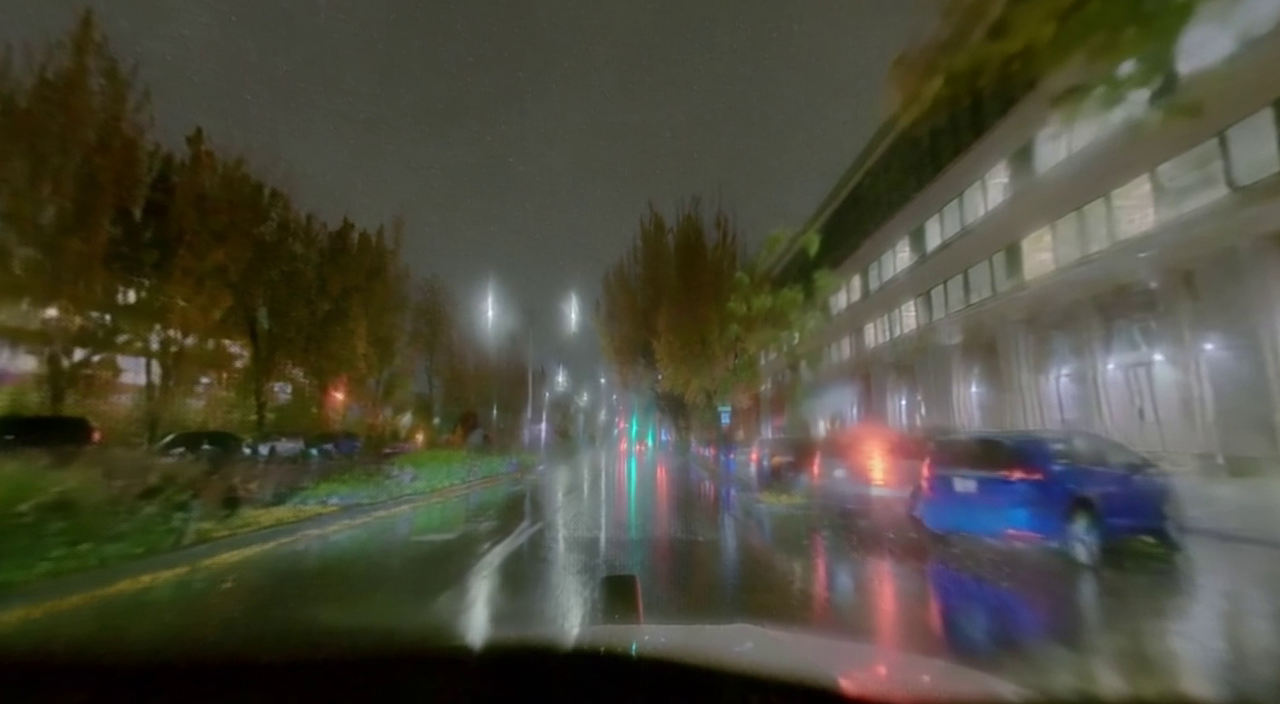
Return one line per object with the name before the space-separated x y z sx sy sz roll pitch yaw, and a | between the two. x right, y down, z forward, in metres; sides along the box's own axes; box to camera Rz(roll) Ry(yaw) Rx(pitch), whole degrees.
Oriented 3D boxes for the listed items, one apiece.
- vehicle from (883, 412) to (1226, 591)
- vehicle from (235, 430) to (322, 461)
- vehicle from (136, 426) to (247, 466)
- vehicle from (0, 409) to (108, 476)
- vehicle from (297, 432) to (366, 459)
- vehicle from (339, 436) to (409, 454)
vehicle | 4.912 1.529 7.323 4.047 1.497 1.898 5 -10 -36
vehicle | -18.601 4.836 32.648 1.811 1.502 4.639 0 -8 0
vehicle | -18.673 3.944 26.468 1.807 1.501 4.134 0 -8 -3
vehicle | -18.676 2.609 18.465 1.972 1.839 4.553 3 -8 1
vehicle | -18.869 5.757 38.754 1.869 1.494 4.833 0 -8 -2
vehicle | -19.403 6.804 46.325 2.389 1.206 6.247 -1 -7 1
